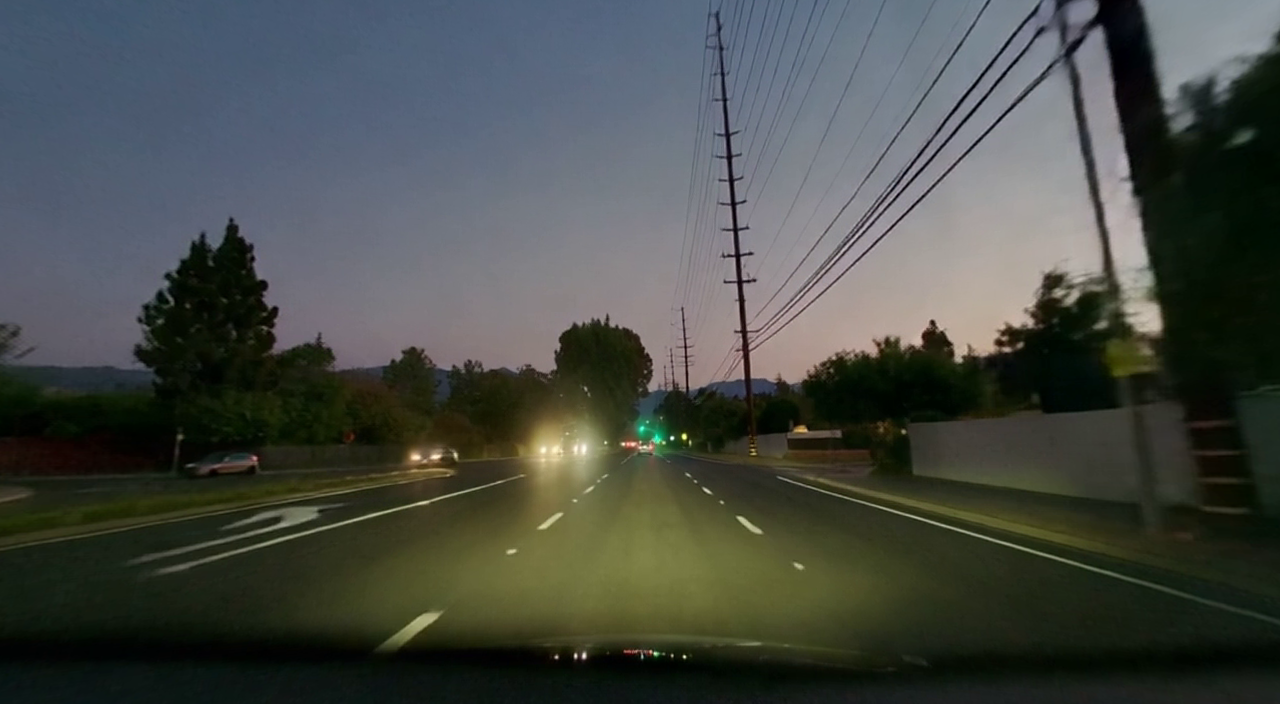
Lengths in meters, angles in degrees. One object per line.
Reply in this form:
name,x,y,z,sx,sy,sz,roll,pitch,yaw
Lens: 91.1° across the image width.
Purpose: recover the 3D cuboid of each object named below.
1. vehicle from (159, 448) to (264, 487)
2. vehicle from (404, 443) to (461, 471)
vehicle,-21.693,5.787,31.804,4.600,1.809,2.153,-3,-9,23
vehicle,-13.355,6.780,40.754,2.120,1.696,4.403,0,-8,1
